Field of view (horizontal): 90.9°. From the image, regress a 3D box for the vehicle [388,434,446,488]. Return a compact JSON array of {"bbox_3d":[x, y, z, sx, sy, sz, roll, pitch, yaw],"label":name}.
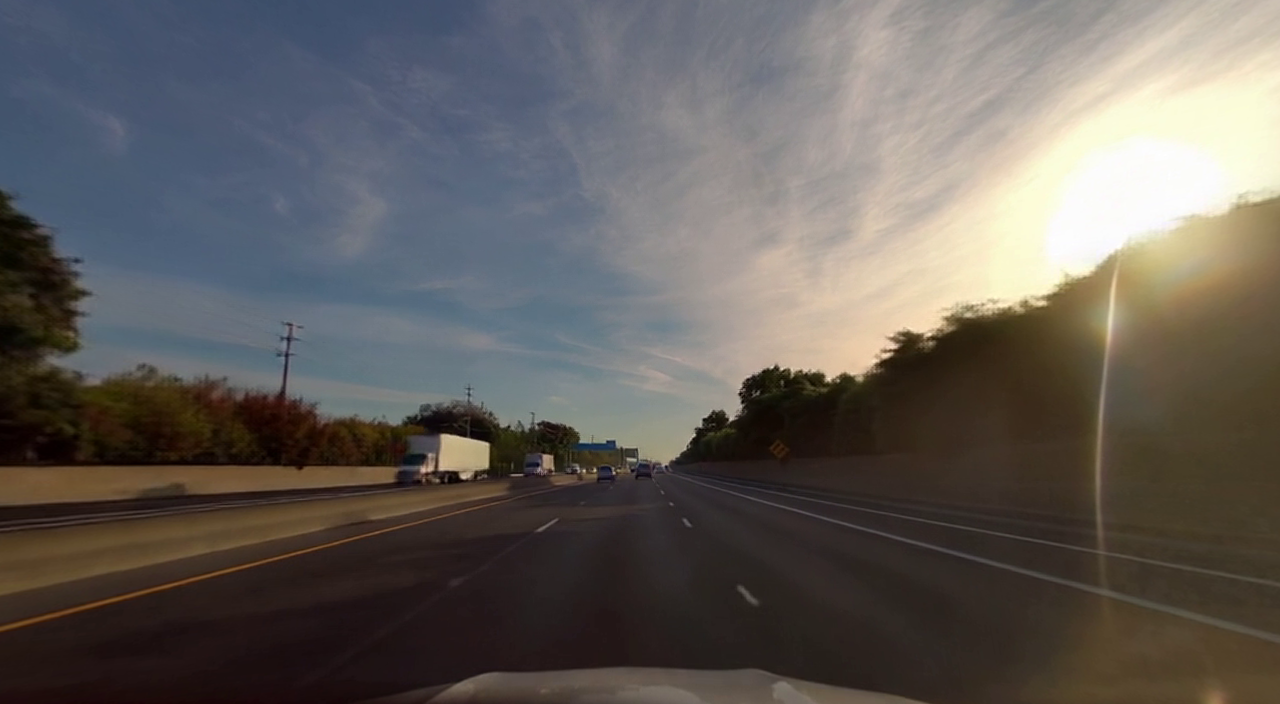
[{"bbox_3d":[-16.817,8.264,47.771,2.964,3.880,3.101,1,-11,2],"label":"vehicle"}]
